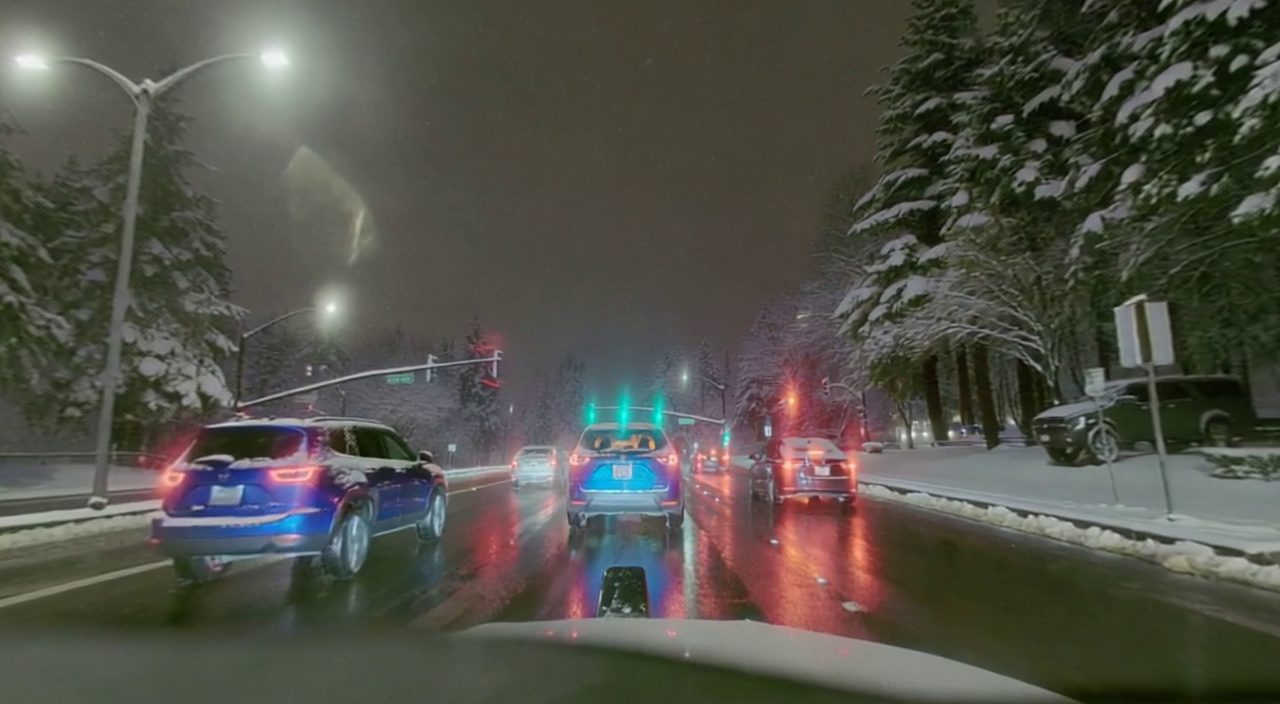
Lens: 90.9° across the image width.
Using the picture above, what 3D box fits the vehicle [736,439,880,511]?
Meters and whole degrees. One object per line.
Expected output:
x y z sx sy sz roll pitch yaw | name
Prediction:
3.890 2.934 15.608 2.036 1.480 4.659 0 -8 -3 | vehicle

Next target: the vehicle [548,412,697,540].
-0.251 2.107 11.349 2.132 1.816 4.471 0 -8 0 | vehicle

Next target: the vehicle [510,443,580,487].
-3.420 4.135 23.407 1.897 1.479 4.204 0 -8 1 | vehicle

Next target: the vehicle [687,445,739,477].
3.528 5.299 31.068 1.996 1.443 4.270 0 -8 -1 | vehicle

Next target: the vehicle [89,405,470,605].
-3.716 1.643 7.661 2.039 1.709 4.265 0 -8 1 | vehicle

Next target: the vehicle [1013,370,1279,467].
17.825 2.400 22.397 7.314 3.230 2.680 0 -8 -1 | vehicle
